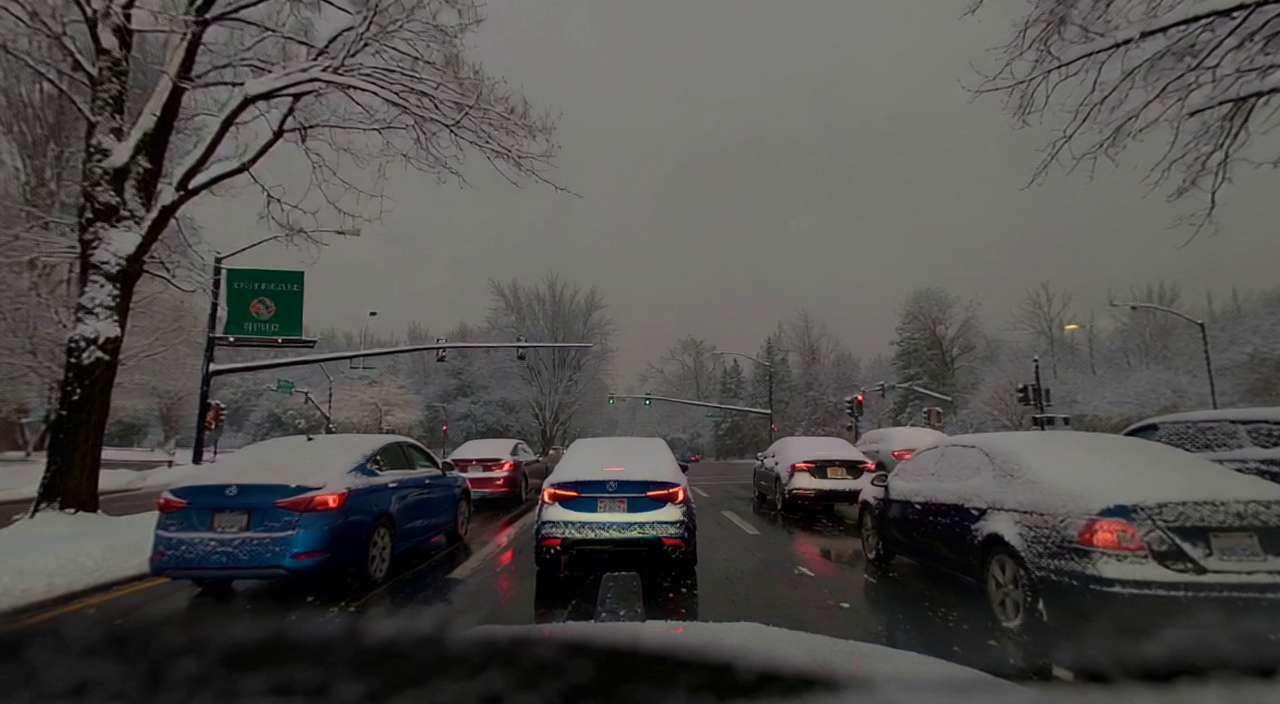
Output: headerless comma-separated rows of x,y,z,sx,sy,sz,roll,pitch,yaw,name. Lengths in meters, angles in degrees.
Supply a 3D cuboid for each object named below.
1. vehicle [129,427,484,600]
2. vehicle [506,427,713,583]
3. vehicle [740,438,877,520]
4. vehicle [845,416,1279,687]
-3.365,1.696,7.516,1.929,1.457,4.136,0,-9,0,vehicle
-0.322,1.750,7.975,1.994,1.479,3.647,0,-9,-1,vehicle
3.398,2.622,13.557,1.852,1.498,3.825,0,-9,-1,vehicle
3.607,1.434,5.775,1.953,1.471,4.470,0,-9,0,vehicle
